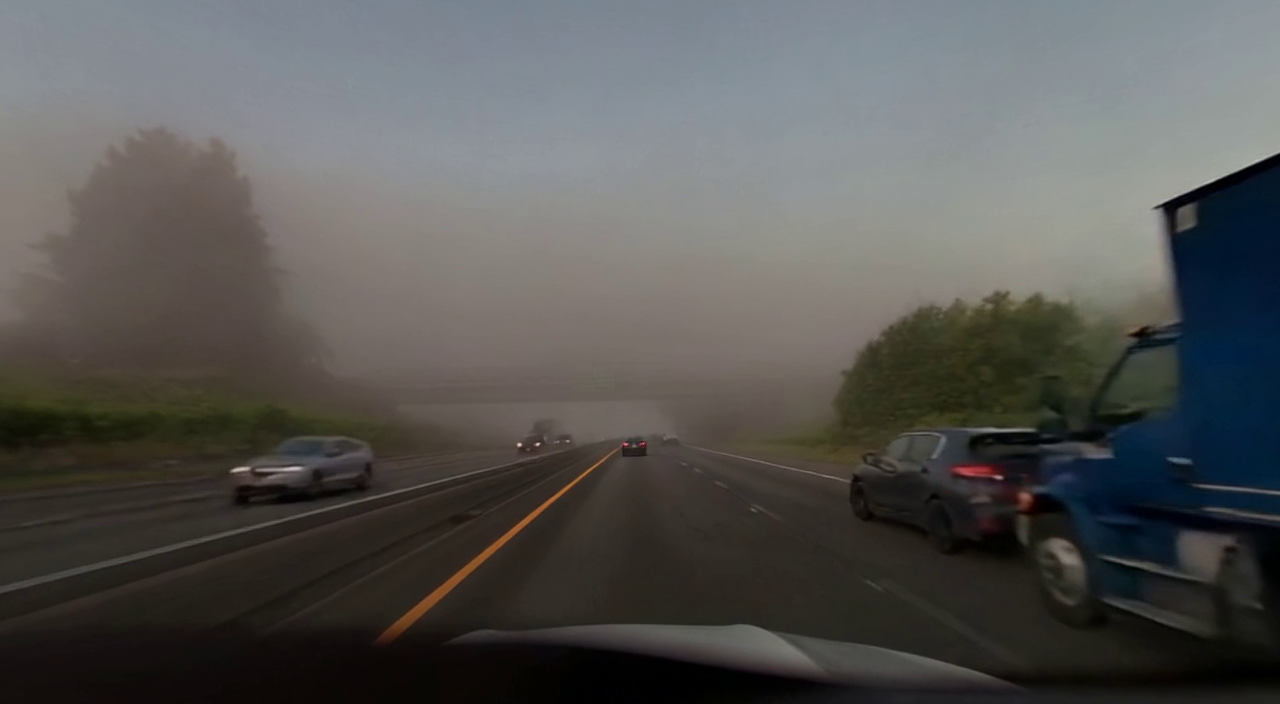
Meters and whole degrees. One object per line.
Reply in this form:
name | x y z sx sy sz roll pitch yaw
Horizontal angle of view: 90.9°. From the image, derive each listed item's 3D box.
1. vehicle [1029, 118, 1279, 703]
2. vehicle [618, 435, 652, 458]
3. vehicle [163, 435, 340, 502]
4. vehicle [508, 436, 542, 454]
vehicle | 4.175 0.142 1.081 2.715 2.746 6.550 0 -7 -1
vehicle | -0.337 5.787 38.814 1.996 1.325 4.029 0 -7 -1
vehicle | -9.105 2.715 15.206 1.878 1.393 3.787 0 -7 0
vehicle | -8.787 7.142 48.439 1.936 1.322 3.678 0 -7 1
